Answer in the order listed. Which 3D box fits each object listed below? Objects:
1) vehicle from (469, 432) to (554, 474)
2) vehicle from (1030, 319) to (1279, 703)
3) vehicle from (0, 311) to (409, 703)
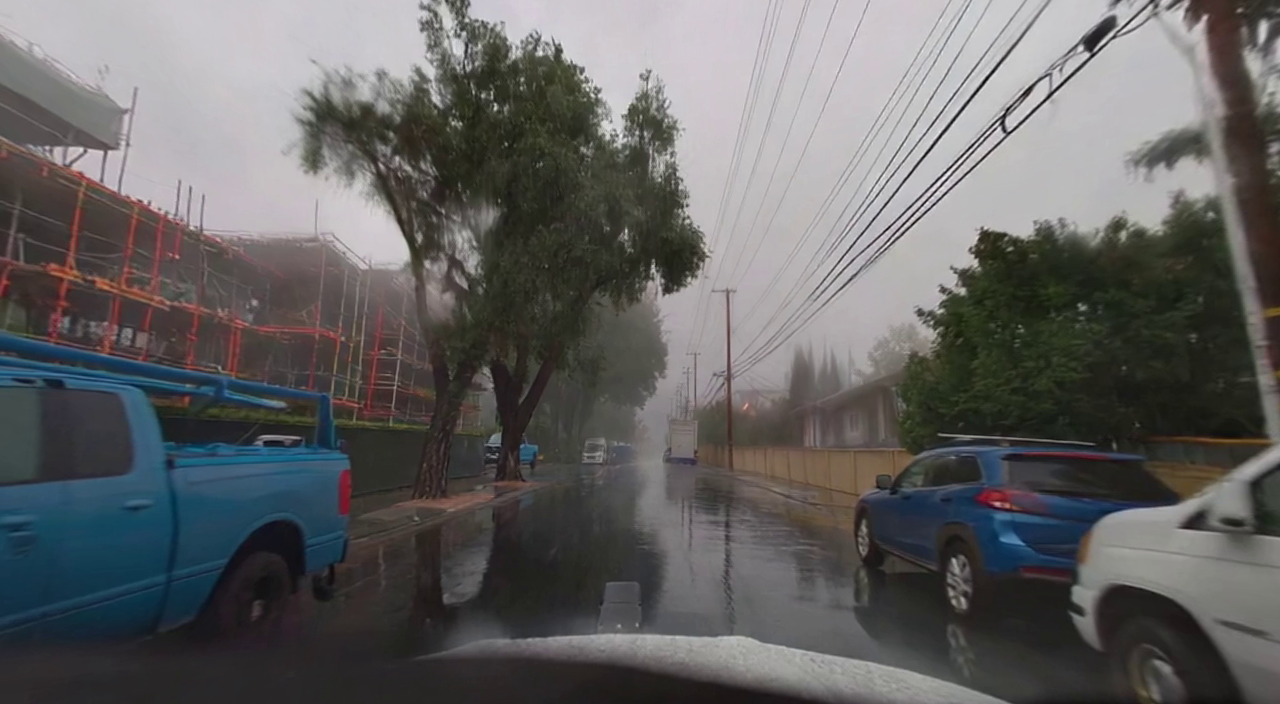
[{"bbox_3d":[-6.306,5.057,31.803,2.238,1.895,5.648,-2,-9,10],"label":"vehicle"},{"bbox_3d":[3.323,0.660,1.200,2.195,1.832,4.643,0,-9,1],"label":"vehicle"},{"bbox_3d":[-2.982,0.885,2.876,2.012,1.876,4.664,1,-5,1],"label":"vehicle"}]
